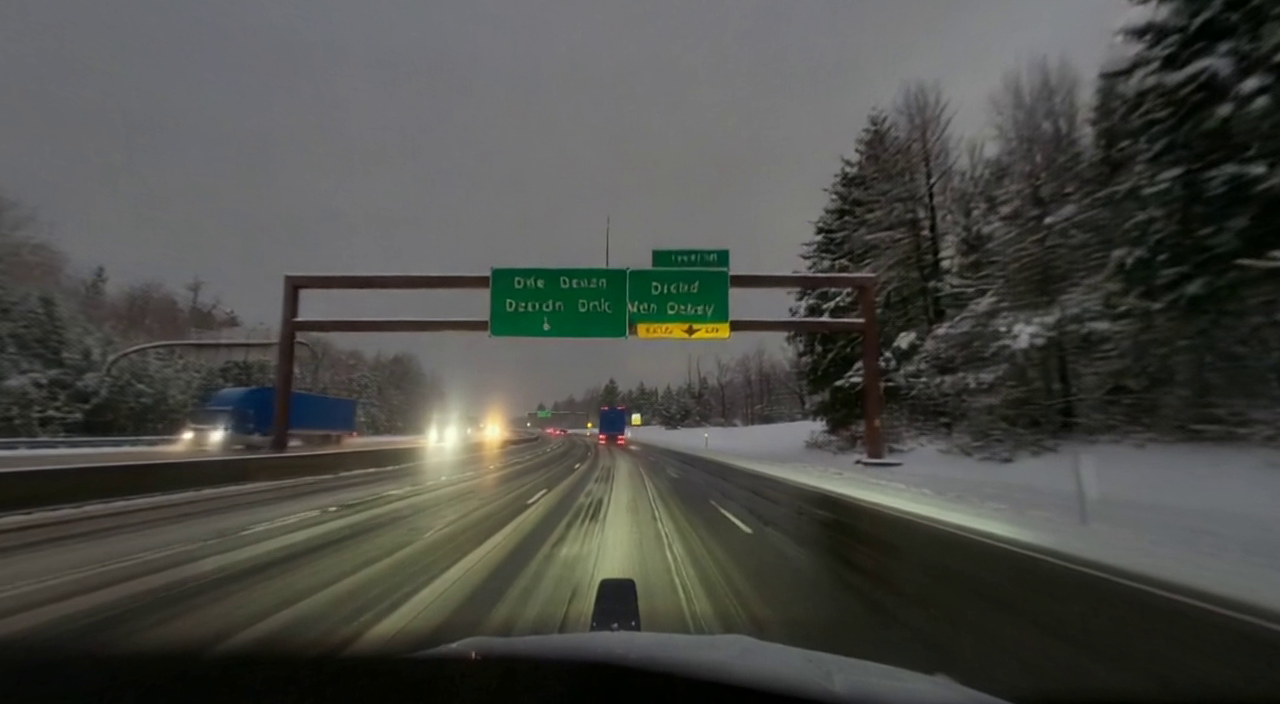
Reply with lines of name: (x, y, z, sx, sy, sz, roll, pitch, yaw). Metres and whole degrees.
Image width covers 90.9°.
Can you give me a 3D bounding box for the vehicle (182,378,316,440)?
vehicle: (-25.852, 4.088, 42.573, 2.970, 3.726, 10.218, 1, -8, -3)
